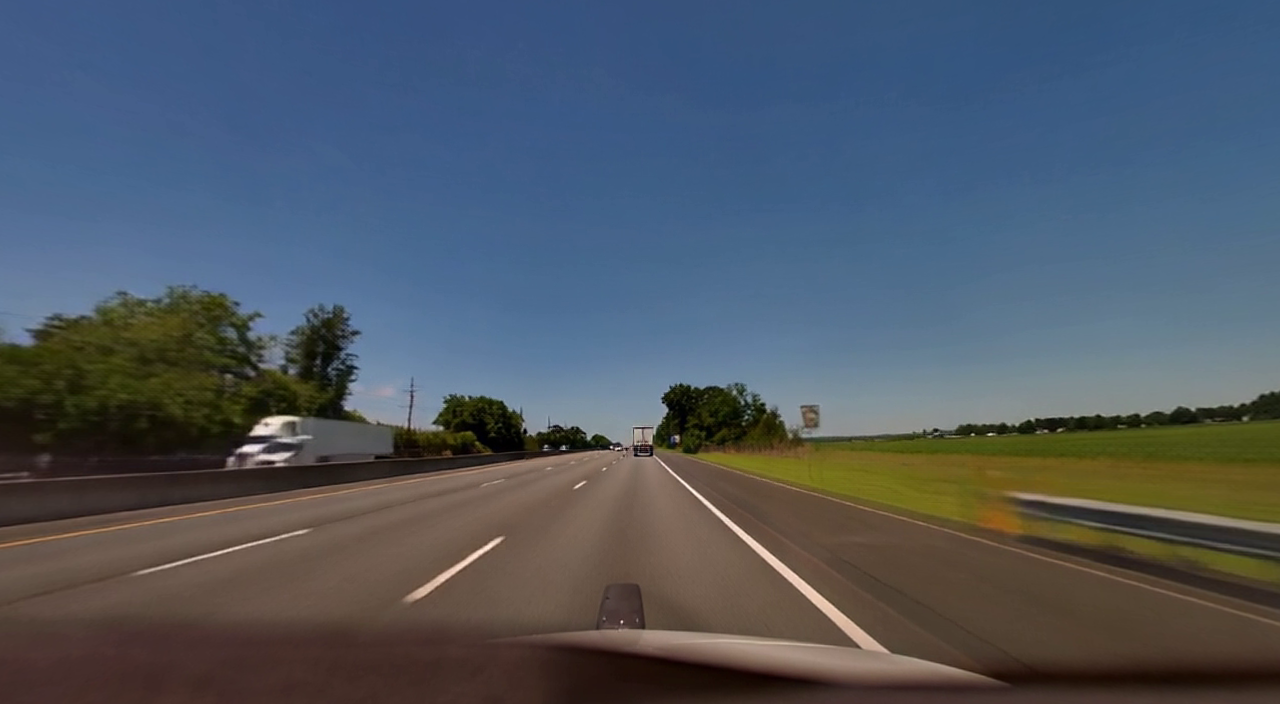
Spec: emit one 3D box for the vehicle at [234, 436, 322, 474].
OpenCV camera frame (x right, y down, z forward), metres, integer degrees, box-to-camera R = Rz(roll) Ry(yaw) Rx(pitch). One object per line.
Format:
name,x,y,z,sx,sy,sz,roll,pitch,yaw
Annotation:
vehicle,-20.296,5.816,35.698,1.959,1.963,5.027,-1,-9,0

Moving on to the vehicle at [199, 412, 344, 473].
vehicle,-24.611,6.290,43.247,3.204,3.578,11.064,-1,-9,0
